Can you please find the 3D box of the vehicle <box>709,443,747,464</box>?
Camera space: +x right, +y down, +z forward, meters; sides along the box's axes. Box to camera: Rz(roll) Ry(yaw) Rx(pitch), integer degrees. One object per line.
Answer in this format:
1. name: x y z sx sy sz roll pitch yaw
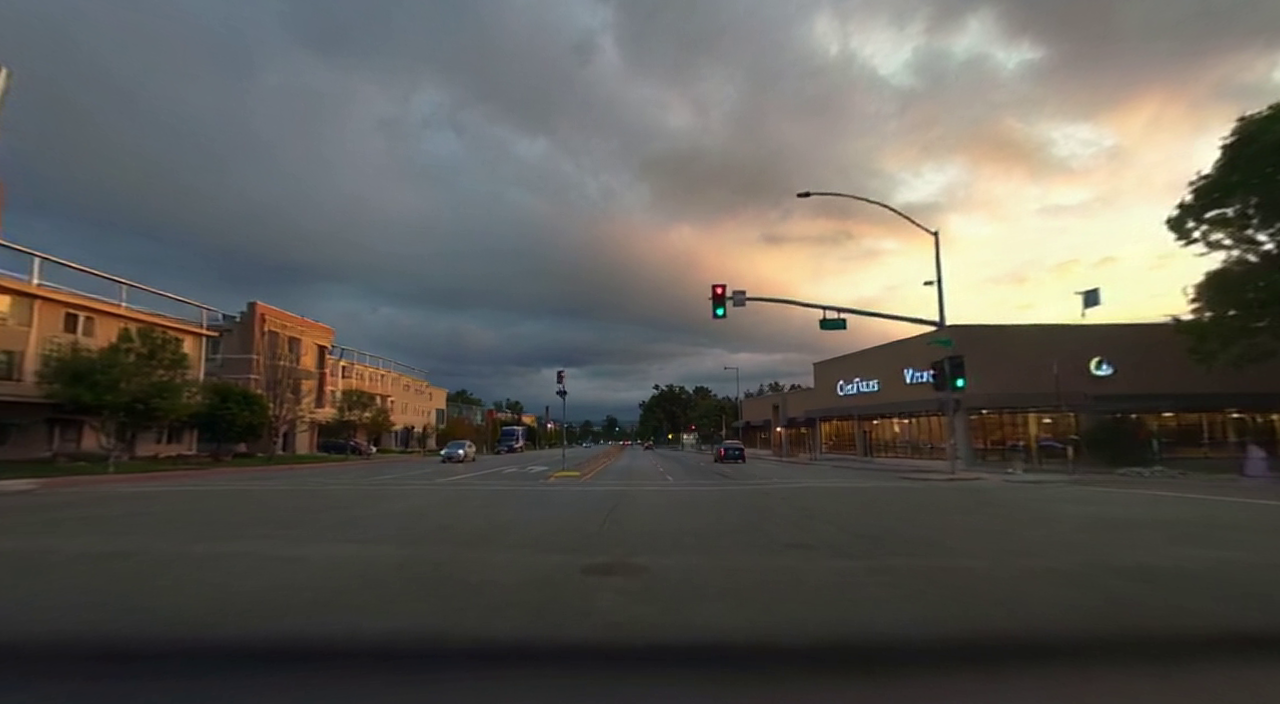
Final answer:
1. vehicle: 6.154 7.162 44.685 1.916 1.437 4.327 1 -9 -3
